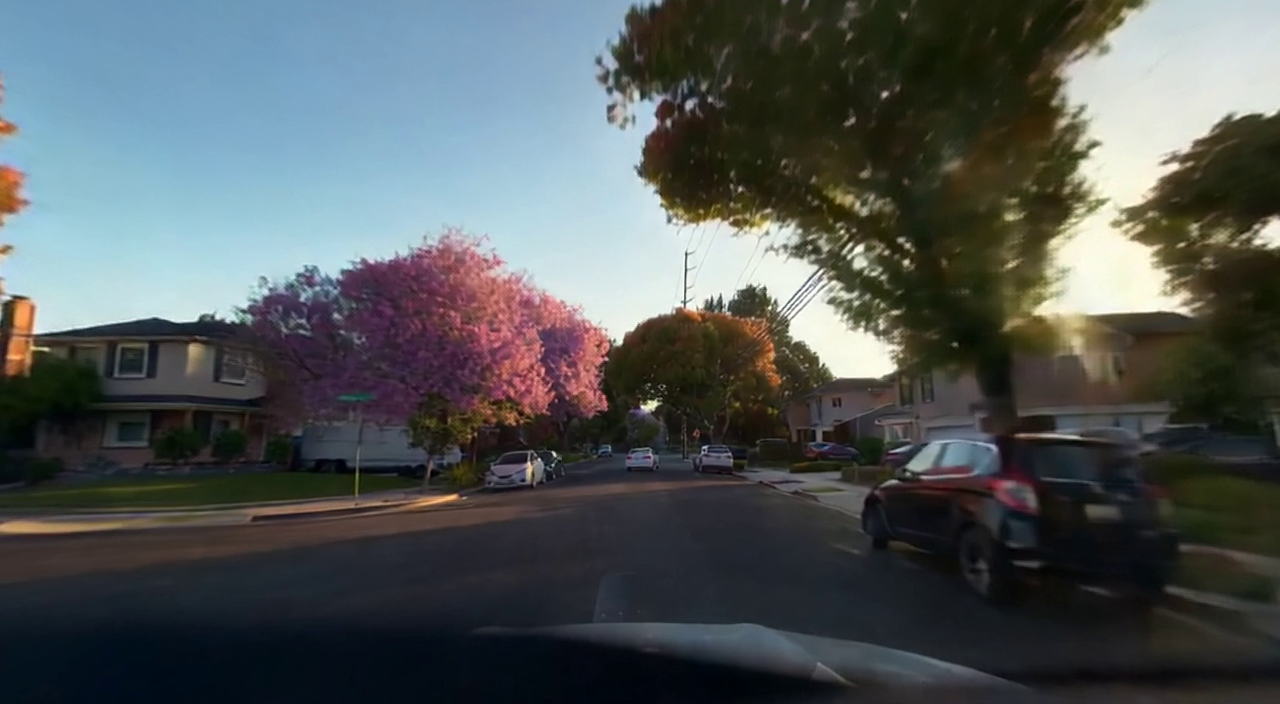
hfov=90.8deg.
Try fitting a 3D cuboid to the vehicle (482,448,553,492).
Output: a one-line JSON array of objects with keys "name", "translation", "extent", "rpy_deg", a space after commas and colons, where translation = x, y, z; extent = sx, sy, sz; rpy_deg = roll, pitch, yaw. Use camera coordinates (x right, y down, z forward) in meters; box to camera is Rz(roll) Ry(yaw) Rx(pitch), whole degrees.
[{"name": "vehicle", "translation": [-4.767, 4.628, 25.165], "extent": [1.874, 1.413, 4.442], "rpy_deg": [0, -7, 1]}]

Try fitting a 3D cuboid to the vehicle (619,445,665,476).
[{"name": "vehicle", "translation": [0.179, 5.370, 31.555], "extent": [2.075, 1.449, 4.526], "rpy_deg": [-1, -9, 3]}]

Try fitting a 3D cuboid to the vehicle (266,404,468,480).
[{"name": "vehicle", "translation": [-12.920, 4.357, 30.460], "extent": [8.239, 3.354, 2.902], "rpy_deg": [1, -9, 1]}]

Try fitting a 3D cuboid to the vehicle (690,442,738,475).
[{"name": "vehicle", "translation": [3.997, 5.836, 34.936], "extent": [2.103, 1.679, 4.386], "rpy_deg": [0, -9, -1]}]

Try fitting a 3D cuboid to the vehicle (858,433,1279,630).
[{"name": "vehicle", "translation": [4.259, 1.756, 7.246], "extent": [2.058, 1.535, 4.323], "rpy_deg": [0, -9, 2]}]
